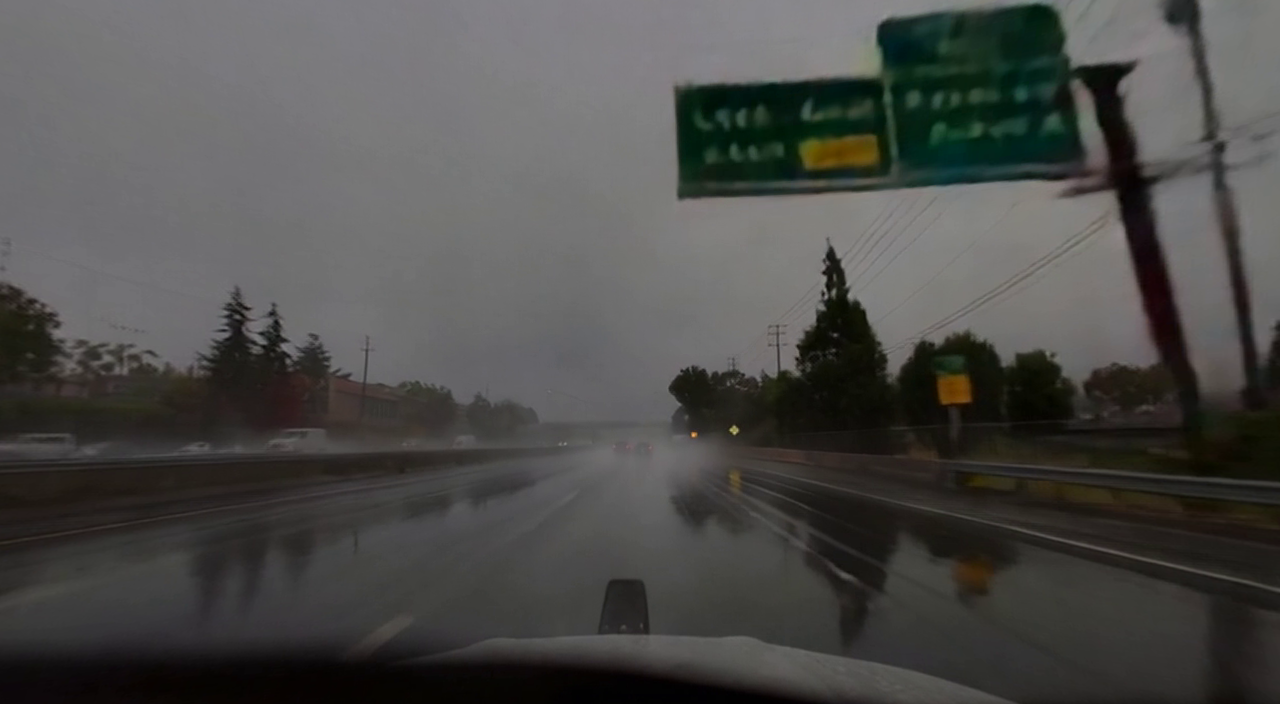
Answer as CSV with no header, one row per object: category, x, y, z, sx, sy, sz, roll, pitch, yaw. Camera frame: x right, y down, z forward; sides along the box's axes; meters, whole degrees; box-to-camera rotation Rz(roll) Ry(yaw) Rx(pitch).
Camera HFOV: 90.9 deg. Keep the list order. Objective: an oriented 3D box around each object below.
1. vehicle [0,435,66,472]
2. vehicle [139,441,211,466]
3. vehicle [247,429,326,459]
vehicle,-29.940,4.751,29.579,1.806,1.648,4.438,0,-8,-1
vehicle,-33.819,7.374,46.031,1.819,1.650,4.549,0,-8,-1
vehicle,-25.758,6.734,46.302,2.273,1.991,6.035,-1,-8,1
